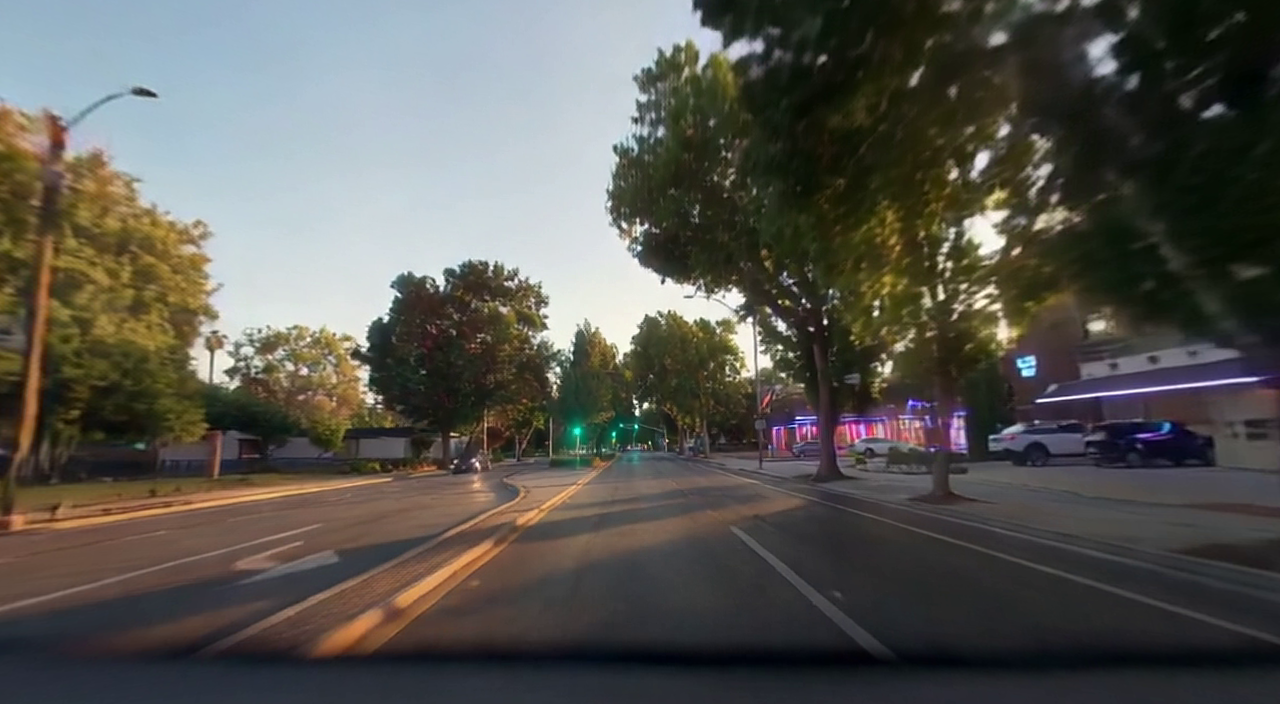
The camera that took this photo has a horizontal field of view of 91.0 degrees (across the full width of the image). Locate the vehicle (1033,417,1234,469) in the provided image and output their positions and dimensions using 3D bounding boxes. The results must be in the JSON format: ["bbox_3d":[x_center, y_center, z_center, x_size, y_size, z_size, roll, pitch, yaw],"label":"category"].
[{"bbox_3d":[16.311,3.056,21.020,4.947,1.587,2.133,1,-9,-2],"label":"vehicle"}]

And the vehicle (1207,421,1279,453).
[{"bbox_3d":[29.657,3.998,29.469,1.749,1.436,4.792,0,-9,0],"label":"vehicle"}]

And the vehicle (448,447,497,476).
[{"bbox_3d":[-11.115,7.237,41.965,2.031,1.674,4.573,-3,-8,0],"label":"vehicle"}]

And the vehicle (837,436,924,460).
[{"bbox_3d":[16.435,6.611,43.227,5.124,1.541,2.070,0,-10,-1],"label":"vehicle"}]
